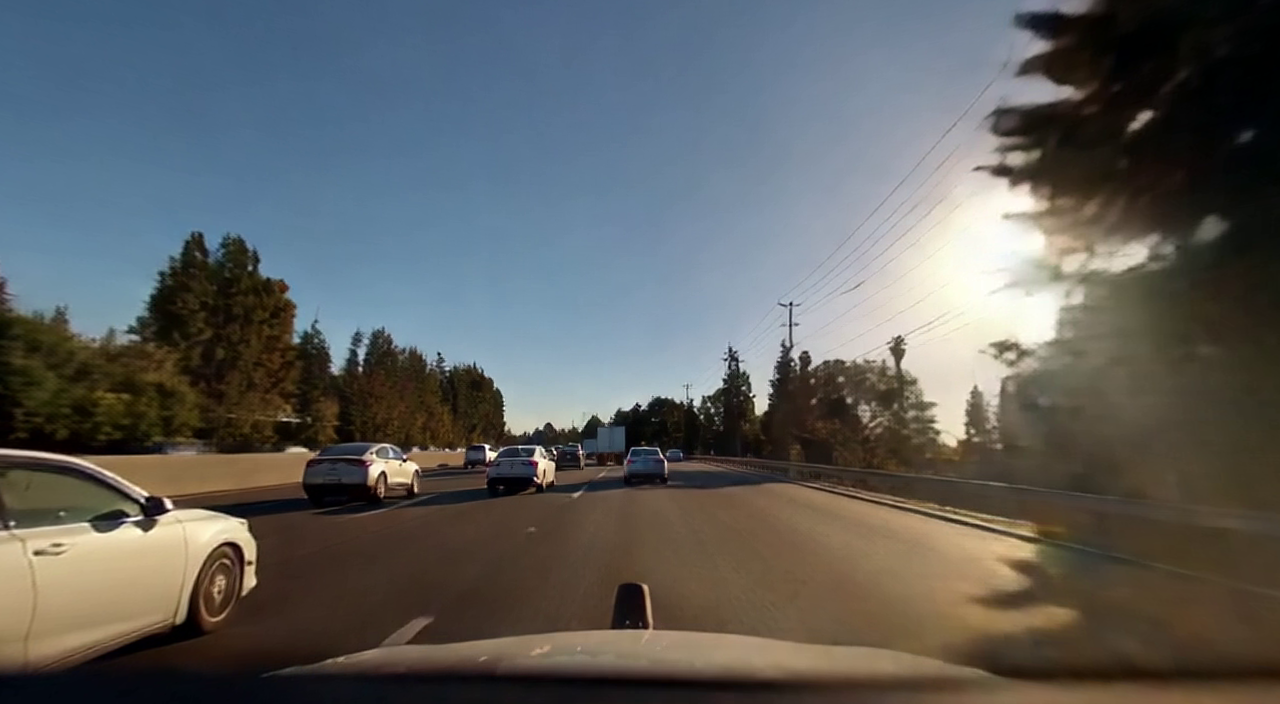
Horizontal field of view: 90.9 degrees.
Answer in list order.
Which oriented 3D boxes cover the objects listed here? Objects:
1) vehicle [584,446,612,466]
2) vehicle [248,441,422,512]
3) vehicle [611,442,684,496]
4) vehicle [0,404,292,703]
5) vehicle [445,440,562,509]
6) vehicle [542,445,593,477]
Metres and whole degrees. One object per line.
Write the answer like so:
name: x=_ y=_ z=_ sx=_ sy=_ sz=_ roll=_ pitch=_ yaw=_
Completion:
vehicle: x=-3.115 y=7.846 z=47.680 sx=1.840 sy=1.439 sz=3.687 roll=0 pitch=-9 yaw=0
vehicle: x=-7.084 y=2.906 z=15.283 sx=1.867 sy=1.445 sz=4.499 roll=0 pitch=-9 yaw=2
vehicle: x=0.180 y=3.608 z=19.905 sx=2.018 sy=1.470 sz=4.491 roll=0 pitch=-9 yaw=-1
vehicle: x=-3.667 y=0.976 z=2.642 sx=1.883 sy=1.500 sz=4.373 roll=0 pitch=-9 yaw=1
vehicle: x=-3.199 y=2.947 z=15.653 sx=1.912 sy=1.464 sz=4.115 roll=0 pitch=-9 yaw=1
vehicle: x=-3.452 y=5.256 z=30.644 sx=2.013 sy=1.437 sz=3.801 roll=0 pitch=-9 yaw=0
